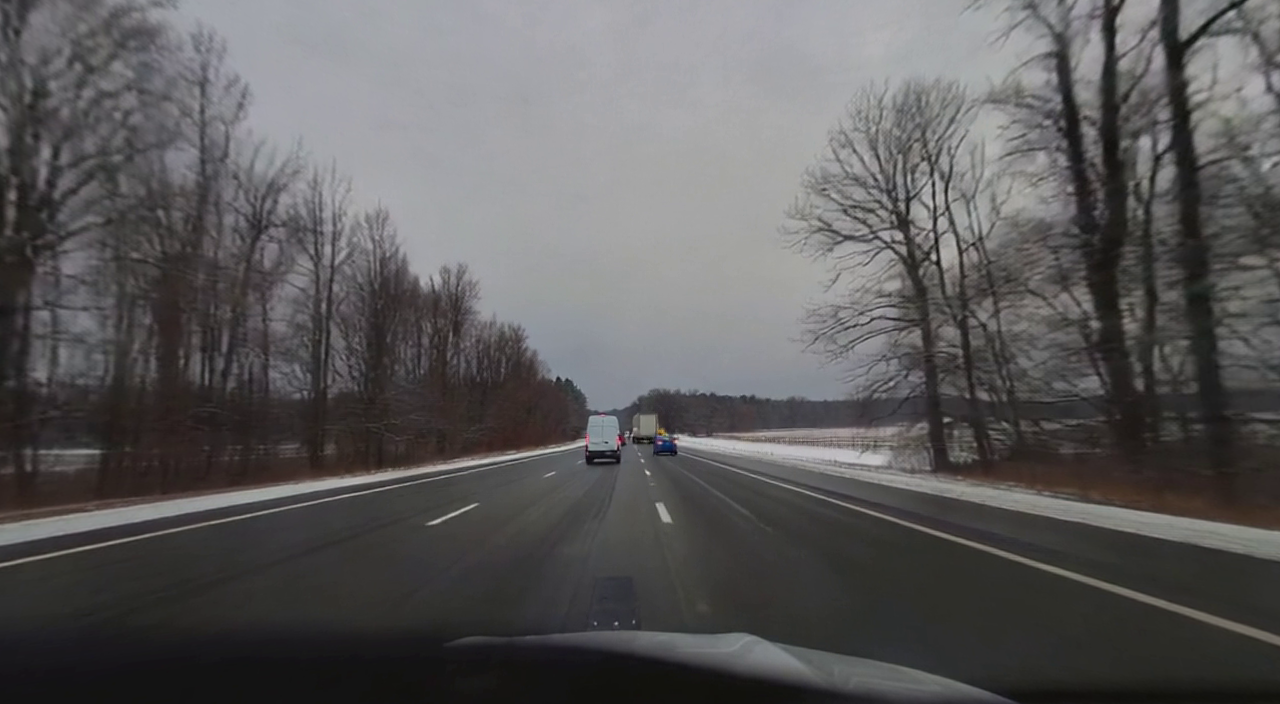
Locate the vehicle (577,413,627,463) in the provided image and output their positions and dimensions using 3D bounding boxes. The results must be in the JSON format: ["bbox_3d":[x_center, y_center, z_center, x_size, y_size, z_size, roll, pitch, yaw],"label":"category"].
[{"bbox_3d":[-2.057,4.884,35.788,2.389,2.637,5.437,0,-8,1],"label":"vehicle"}]
